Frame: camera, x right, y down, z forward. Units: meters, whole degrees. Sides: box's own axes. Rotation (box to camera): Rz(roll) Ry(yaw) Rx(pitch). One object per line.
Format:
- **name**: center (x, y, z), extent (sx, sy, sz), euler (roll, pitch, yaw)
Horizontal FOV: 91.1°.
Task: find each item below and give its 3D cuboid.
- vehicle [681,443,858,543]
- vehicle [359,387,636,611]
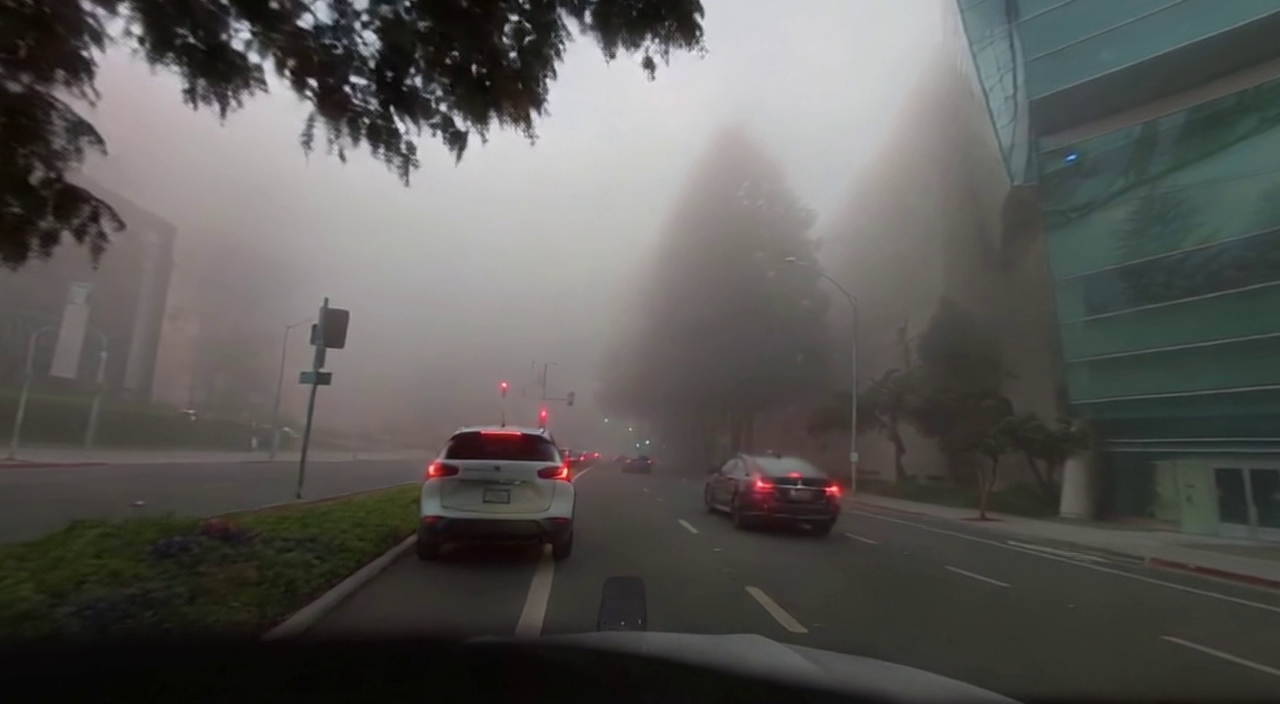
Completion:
- **vehicle**: center (2.468, 2.838, 13.433), extent (2.205, 1.537, 4.895), euler (6, -9, -6)
- **vehicle**: center (-1.644, 1.587, 7.798), extent (2.275, 1.819, 4.883), euler (2, -9, -11)
